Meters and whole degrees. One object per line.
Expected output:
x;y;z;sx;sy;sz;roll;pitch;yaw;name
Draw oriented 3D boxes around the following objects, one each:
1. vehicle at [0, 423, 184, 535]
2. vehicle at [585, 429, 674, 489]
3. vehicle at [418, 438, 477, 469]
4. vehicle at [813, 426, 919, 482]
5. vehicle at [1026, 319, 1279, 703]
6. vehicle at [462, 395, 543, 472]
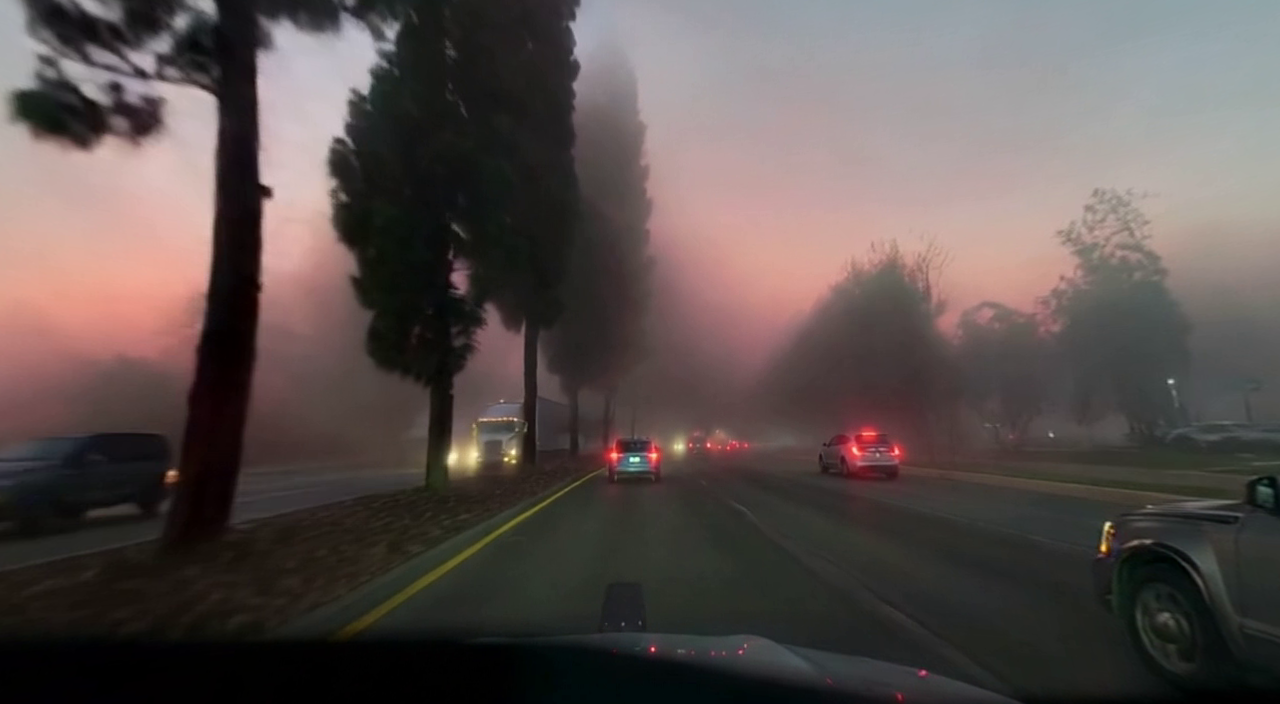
-11.841;2.383;12.270;2.172;1.865;4.728;0;-8;1;vehicle
-0.269;3.107;18.585;2.315;1.563;4.080;0;-8;0;vehicle
-11.682;6.190;38.455;2.058;1.759;4.577;0;-8;2;vehicle
7.844;3.576;22.290;2.090;1.768;4.407;0;-8;0;vehicle
3.579;0.658;1.783;2.090;1.763;4.560;0;-8;1;vehicle
-8.055;4.941;37.854;3.021;4.215;7.024;0;-8;1;vehicle
